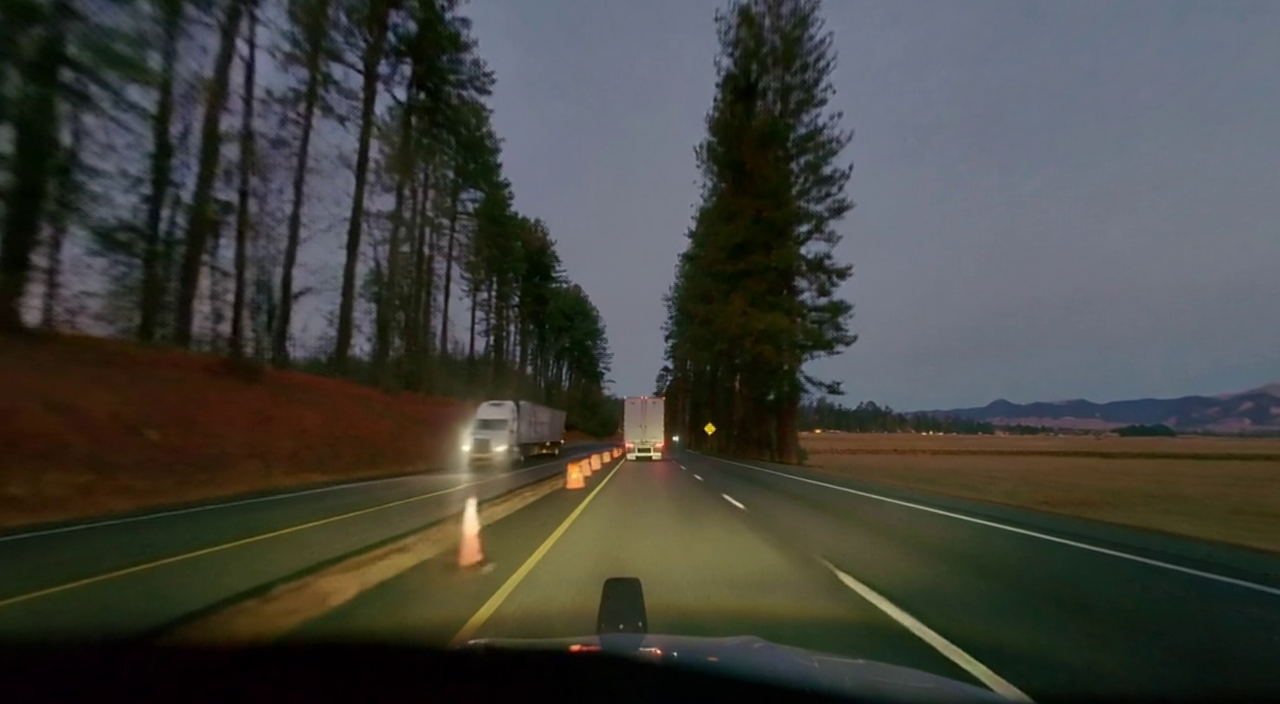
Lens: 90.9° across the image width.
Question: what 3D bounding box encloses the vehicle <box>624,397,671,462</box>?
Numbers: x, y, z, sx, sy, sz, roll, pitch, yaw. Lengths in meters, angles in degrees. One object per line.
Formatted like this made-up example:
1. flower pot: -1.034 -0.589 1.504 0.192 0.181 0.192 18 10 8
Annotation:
1. vehicle: 0.355 5.702 45.554 2.935 4.068 11.036 0 -8 -1

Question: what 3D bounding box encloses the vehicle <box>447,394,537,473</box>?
1. vehicle: -8.290 4.795 36.725 3.025 4.018 8.862 0 -8 0
